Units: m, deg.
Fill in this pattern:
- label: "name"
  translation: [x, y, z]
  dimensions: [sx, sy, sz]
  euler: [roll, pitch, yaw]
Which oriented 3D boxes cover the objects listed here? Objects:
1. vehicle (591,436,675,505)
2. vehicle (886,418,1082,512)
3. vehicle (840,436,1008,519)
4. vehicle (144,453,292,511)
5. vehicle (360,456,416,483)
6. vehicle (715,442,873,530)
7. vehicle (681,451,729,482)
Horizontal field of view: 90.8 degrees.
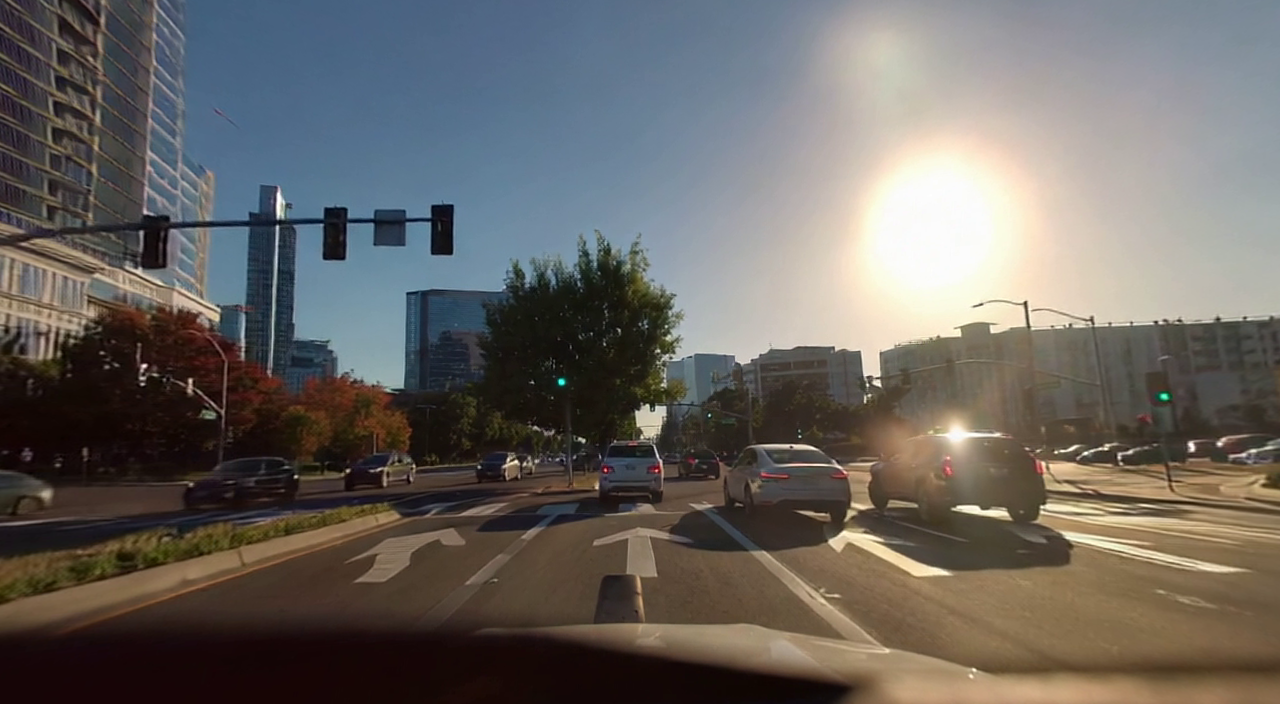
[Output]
- label: "vehicle"
  translation: [-0.207, 3.502, 19.136]
  dimensions: [2.236, 1.827, 4.316]
  euler: [0, -9, -1]
- label: "vehicle"
  translation: [9.556, 3.191, 18.302]
  dimensions: [2.683, 2.319, 5.058]
  euler: [0, -9, -1]
- label: "vehicle"
  translation: [6.657, 2.961, 15.471]
  dimensions: [1.987, 1.730, 4.373]
  euler: [0, -9, -1]
- label: "vehicle"
  translation: [-14.178, 4.348, 21.634]
  dimensions: [1.961, 1.693, 4.557]
  euler: [0, -9, -1]
- label: "vehicle"
  translation: [-17.376, 8.086, 43.857]
  dimensions: [1.962, 1.672, 4.514]
  euler: [0, -9, 0]
- label: "vehicle"
  translation: [3.044, 2.757, 13.728]
  dimensions: [2.034, 1.558, 4.774]
  euler: [0, -9, -2]
- label: "vehicle"
  translation: [3.361, 6.009, 33.492]
  dimensions: [2.004, 1.523, 4.263]
  euler: [0, -9, -1]
